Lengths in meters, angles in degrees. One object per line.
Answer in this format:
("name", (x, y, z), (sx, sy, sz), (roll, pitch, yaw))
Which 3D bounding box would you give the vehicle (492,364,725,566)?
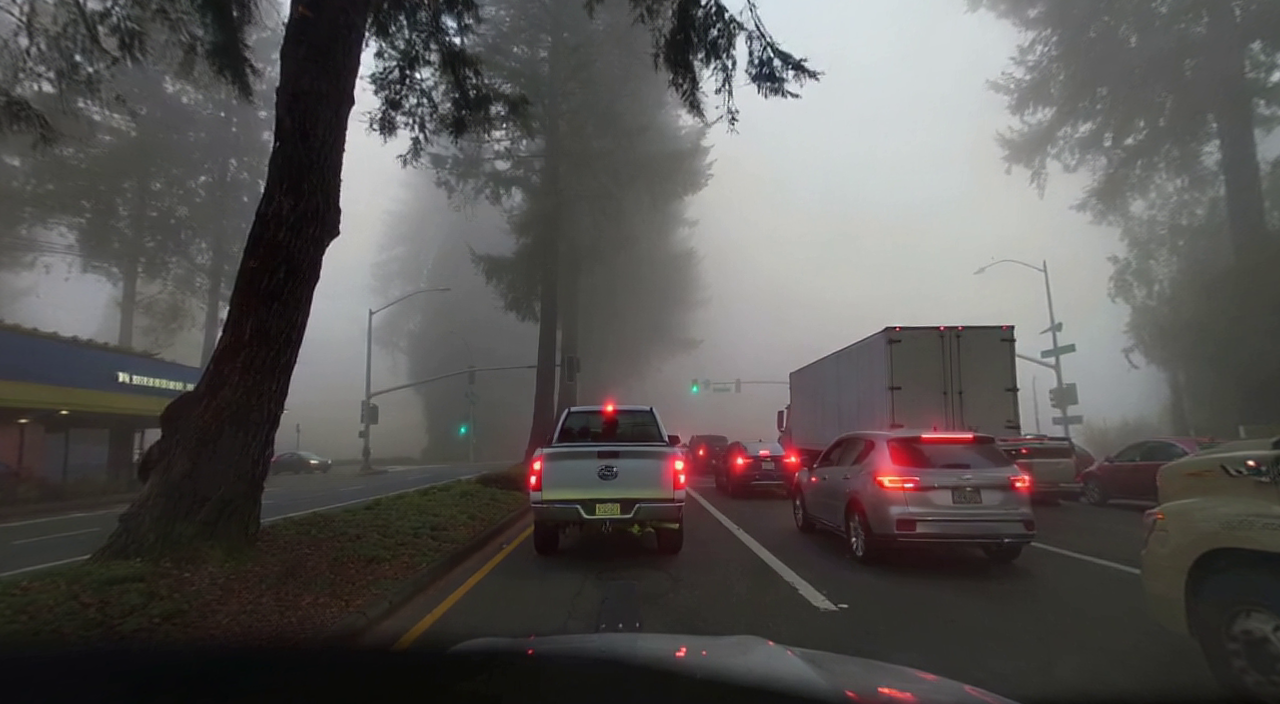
("vehicle", (-0.359, 1.597, 9.464), (2.499, 2.183, 5.111), (0, -9, 0))

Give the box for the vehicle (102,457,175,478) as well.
("vehicle", (-38.177, 8.782, 48.116), (4.150, 1.474, 1.826), (-1, -9, 6))

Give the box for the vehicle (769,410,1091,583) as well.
("vehicle", (3.207, 1.719, 8.413), (1.905, 1.587, 4.998), (0, -9, 0))

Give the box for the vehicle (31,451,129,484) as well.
("vehicle", (-28.543, 5.880, 32.382), (1.730, 1.534, 3.922), (1, -9, -8))

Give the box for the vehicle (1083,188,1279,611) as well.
("vehicle", (6.518, 0.114, 3.315), (2.802, 3.322, 7.429), (0, -9, -1))
